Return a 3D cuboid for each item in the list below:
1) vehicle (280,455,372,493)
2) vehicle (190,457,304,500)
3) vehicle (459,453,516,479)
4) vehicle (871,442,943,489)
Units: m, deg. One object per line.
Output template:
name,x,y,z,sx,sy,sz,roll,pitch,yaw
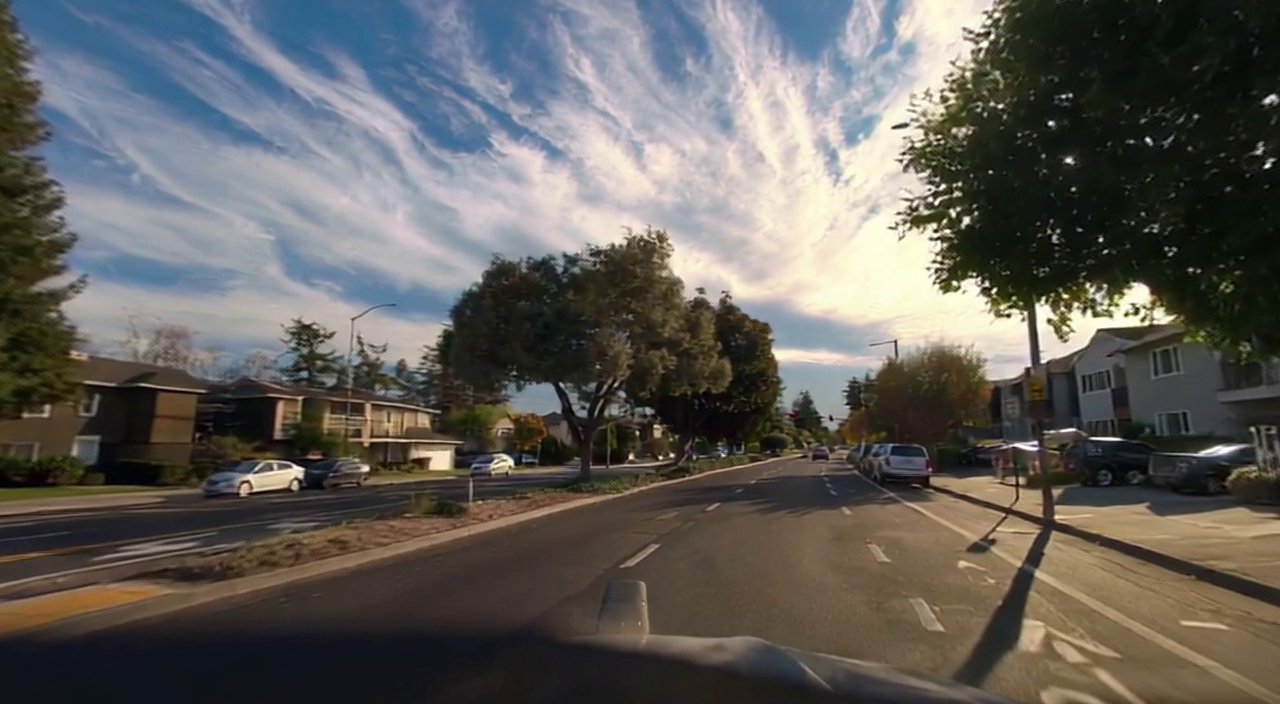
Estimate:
vehicle,-16.478,6.372,33.323,1.886,1.777,4.273,-3,-9,15
vehicle,-17.630,5.662,28.576,1.809,1.677,4.253,-2,-9,13
vehicle,-11.790,8.841,49.153,2.060,1.814,5.097,-3,-9,16
vehicle,10.268,4.348,24.540,2.011,1.649,4.001,-3,-9,15
